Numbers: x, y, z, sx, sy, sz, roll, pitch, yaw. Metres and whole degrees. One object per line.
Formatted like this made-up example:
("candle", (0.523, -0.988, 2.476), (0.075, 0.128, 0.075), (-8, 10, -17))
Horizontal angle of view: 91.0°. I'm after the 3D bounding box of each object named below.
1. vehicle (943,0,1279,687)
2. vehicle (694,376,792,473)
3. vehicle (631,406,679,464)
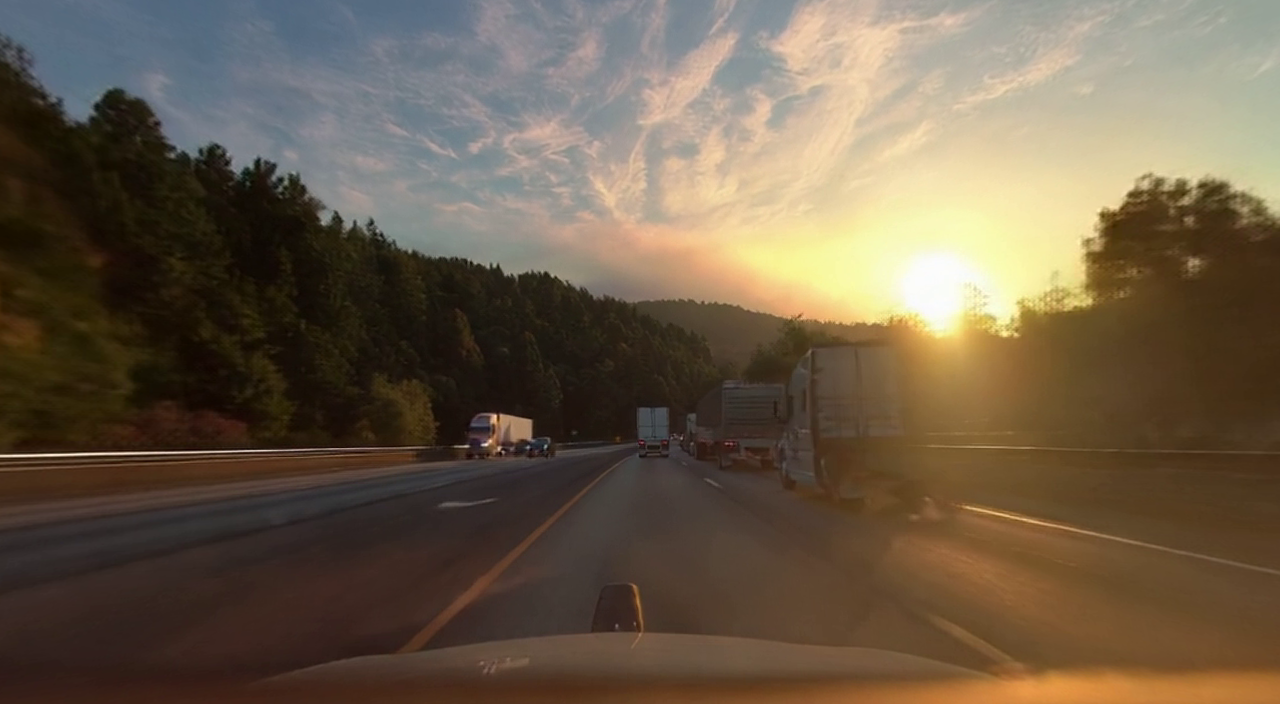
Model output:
("vehicle", (4.916, -0.267, 2.753), (2.843, 3.940, 8.349), (0, -8, -1))
("vehicle", (4.967, 4.057, 33.731), (2.851, 4.077, 14.289), (0, -8, 0))
("vehicle", (0.883, 5.215, 39.302), (2.644, 3.247, 7.454), (-1, -8, 1))
